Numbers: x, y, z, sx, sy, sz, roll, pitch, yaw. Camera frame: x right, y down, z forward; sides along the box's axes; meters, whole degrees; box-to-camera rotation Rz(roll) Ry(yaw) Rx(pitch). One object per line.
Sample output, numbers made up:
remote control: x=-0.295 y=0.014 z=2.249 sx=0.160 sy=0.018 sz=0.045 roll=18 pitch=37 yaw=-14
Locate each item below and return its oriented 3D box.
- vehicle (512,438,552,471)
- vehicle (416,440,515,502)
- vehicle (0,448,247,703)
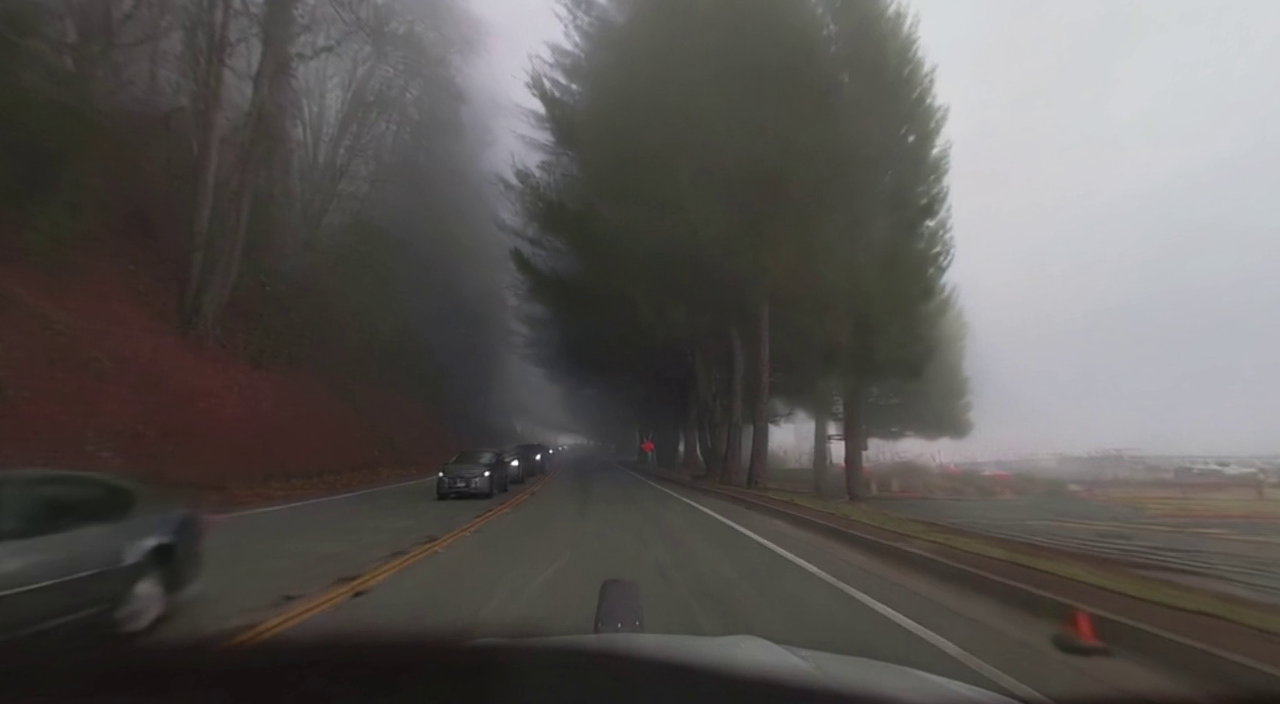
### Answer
vehicle: x=-7.109 y=6.804 z=42.095 sx=2.064 sy=2.009 sz=4.512 roll=0 pitch=-9 yaw=-3
vehicle: x=-5.117 y=3.534 z=19.134 sx=2.001 sy=1.642 sz=3.942 roll=0 pitch=-9 yaw=-2
vehicle: x=-4.549 y=1.262 z=3.484 sx=1.975 sy=1.415 sz=4.194 roll=-1 pitch=-9 yaw=2
